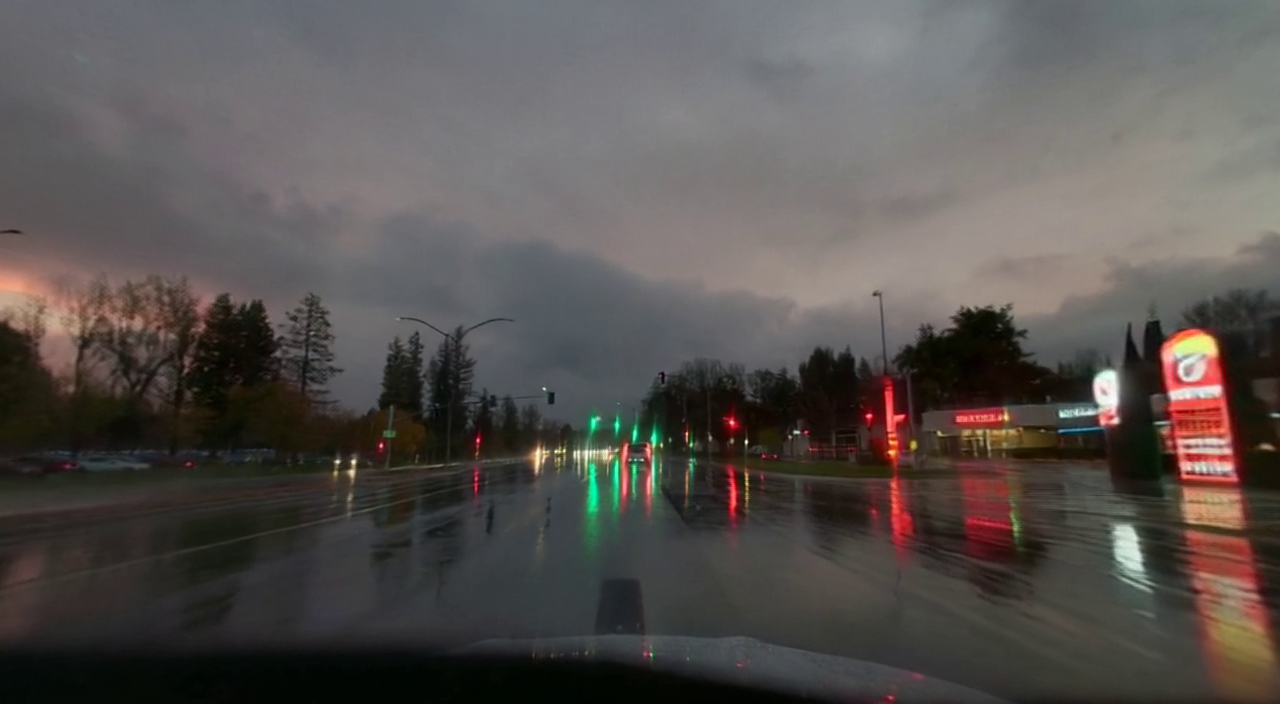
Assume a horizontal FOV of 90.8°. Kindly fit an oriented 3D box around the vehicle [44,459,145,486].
[{"bbox_3d":[-32.174,7.088,37.369,4.063,1.479,1.939,0,-9,-2],"label":"vehicle"}]

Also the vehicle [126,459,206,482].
[{"bbox_3d":[-32.157,8.044,42.924,3.791,1.473,1.942,0,-9,-3],"label":"vehicle"}]

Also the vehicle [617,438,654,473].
[{"bbox_3d":[-0.224,6.150,37.807,2.096,1.961,4.259,0,-9,0],"label":"vehicle"}]
